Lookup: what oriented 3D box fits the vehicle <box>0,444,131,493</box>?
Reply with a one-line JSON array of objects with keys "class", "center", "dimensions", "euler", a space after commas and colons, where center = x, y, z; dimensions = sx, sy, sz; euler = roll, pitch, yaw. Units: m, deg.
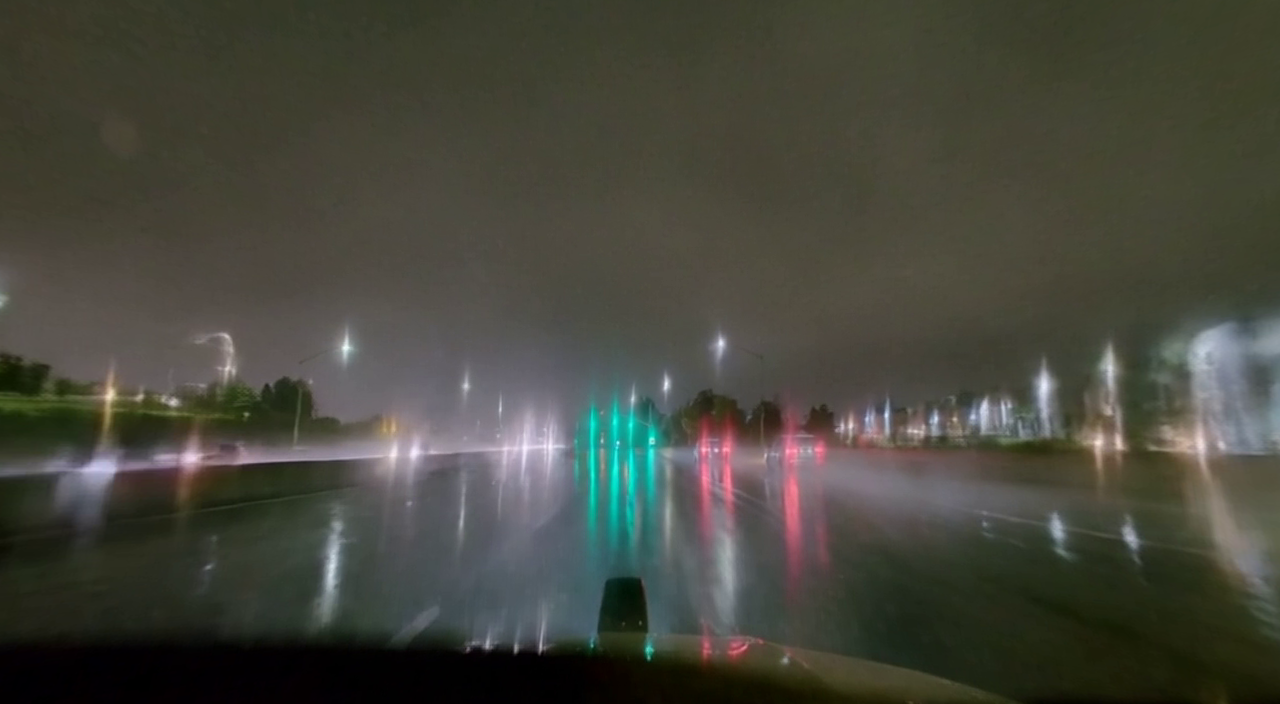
[{"class": "vehicle", "center": [-20.352, 3.924, 21.648], "dimensions": [1.859, 1.479, 4.733], "euler": [-1, -8, -1]}]

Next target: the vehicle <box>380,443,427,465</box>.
[{"class": "vehicle", "center": [-17.324, 7.485, 46.478], "dimensions": [1.855, 1.504, 4.310], "euler": [0, -8, -1]}]

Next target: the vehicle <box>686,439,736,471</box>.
[{"class": "vehicle", "center": [3.488, 5.153, 31.784], "dimensions": [1.926, 1.477, 4.025], "euler": [0, -8, -2]}]

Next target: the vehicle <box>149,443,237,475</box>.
[{"class": "vehicle", "center": [-24.277, 5.791, 34.443], "dimensions": [1.797, 1.594, 4.115], "euler": [0, -8, -1]}]
